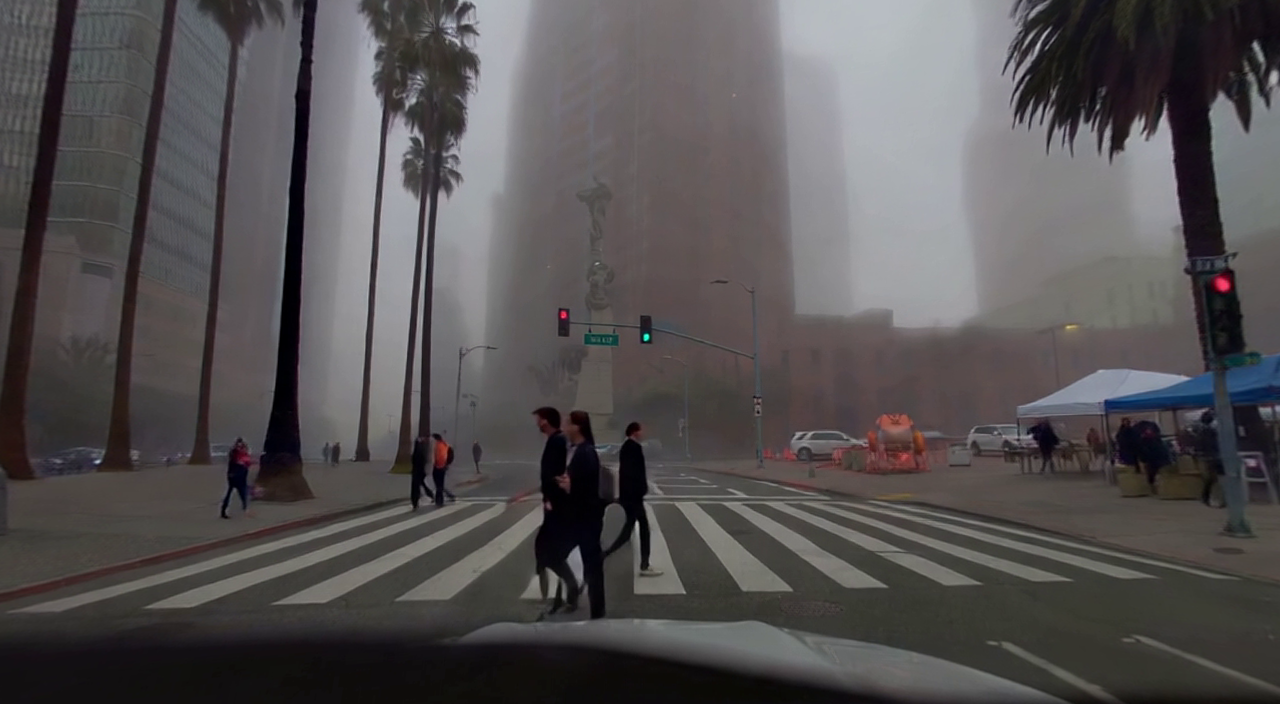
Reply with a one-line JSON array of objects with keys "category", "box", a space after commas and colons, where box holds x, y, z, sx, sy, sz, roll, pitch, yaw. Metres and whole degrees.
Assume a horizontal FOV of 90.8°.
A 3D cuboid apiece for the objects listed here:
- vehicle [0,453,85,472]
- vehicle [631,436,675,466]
[{"category": "vehicle", "box": [-46.100, 8.445, 48.577, 2.121, 1.294, 5.167, 0, -8, 1]}, {"category": "vehicle", "box": [0.877, 7.273, 46.544, 2.322, 2.071, 5.366, 1, -9, -9]}]
